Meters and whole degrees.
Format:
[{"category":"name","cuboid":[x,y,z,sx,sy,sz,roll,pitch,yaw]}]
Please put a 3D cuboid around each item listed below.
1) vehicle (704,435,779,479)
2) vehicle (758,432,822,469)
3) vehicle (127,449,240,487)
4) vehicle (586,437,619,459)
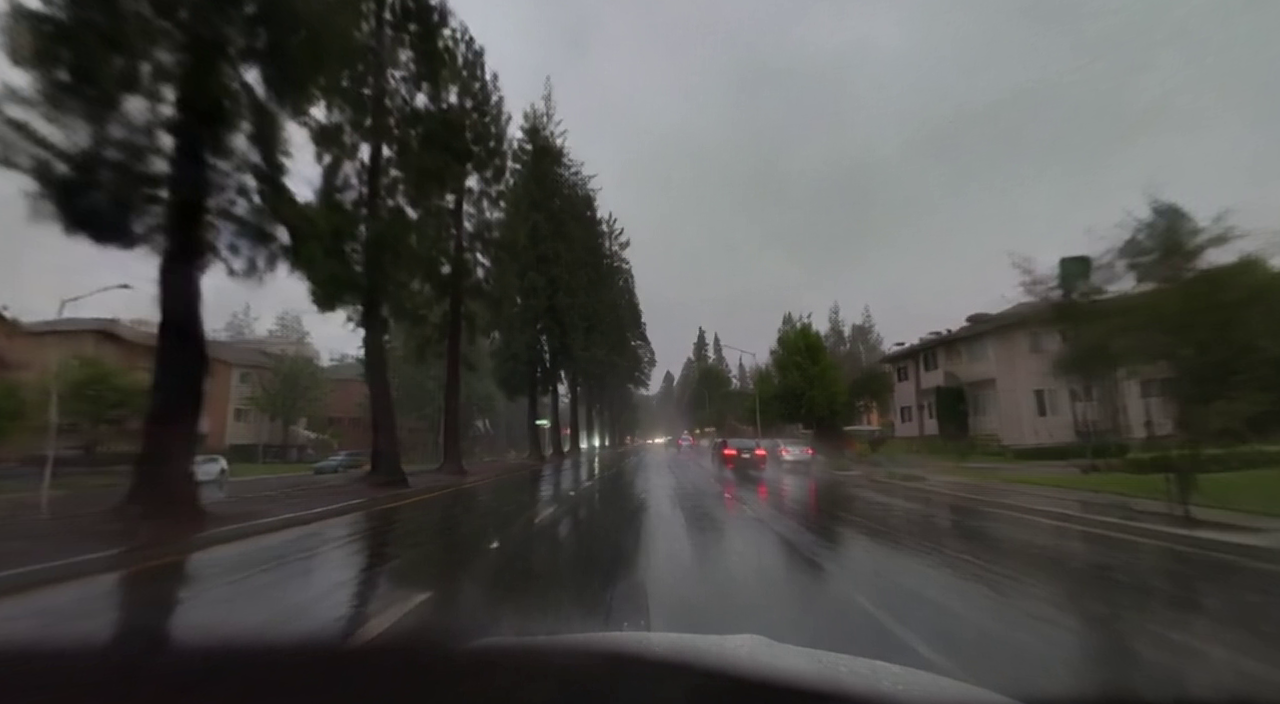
[{"category":"vehicle","cuboid":[3.753,3.969,24.186,2.128,1.502,4.572,0,-8,0]},{"category":"vehicle","cuboid":[7.496,4.989,31.995,2.121,1.727,4.789,0,-8,0]},{"category":"vehicle","cuboid":[-22.329,5.642,31.135,1.883,1.671,4.779,0,-8,2]},{"category":"vehicle","cuboid":[-2.659,6.913,45.558,2.049,1.485,4.656,0,-8,1]}]
